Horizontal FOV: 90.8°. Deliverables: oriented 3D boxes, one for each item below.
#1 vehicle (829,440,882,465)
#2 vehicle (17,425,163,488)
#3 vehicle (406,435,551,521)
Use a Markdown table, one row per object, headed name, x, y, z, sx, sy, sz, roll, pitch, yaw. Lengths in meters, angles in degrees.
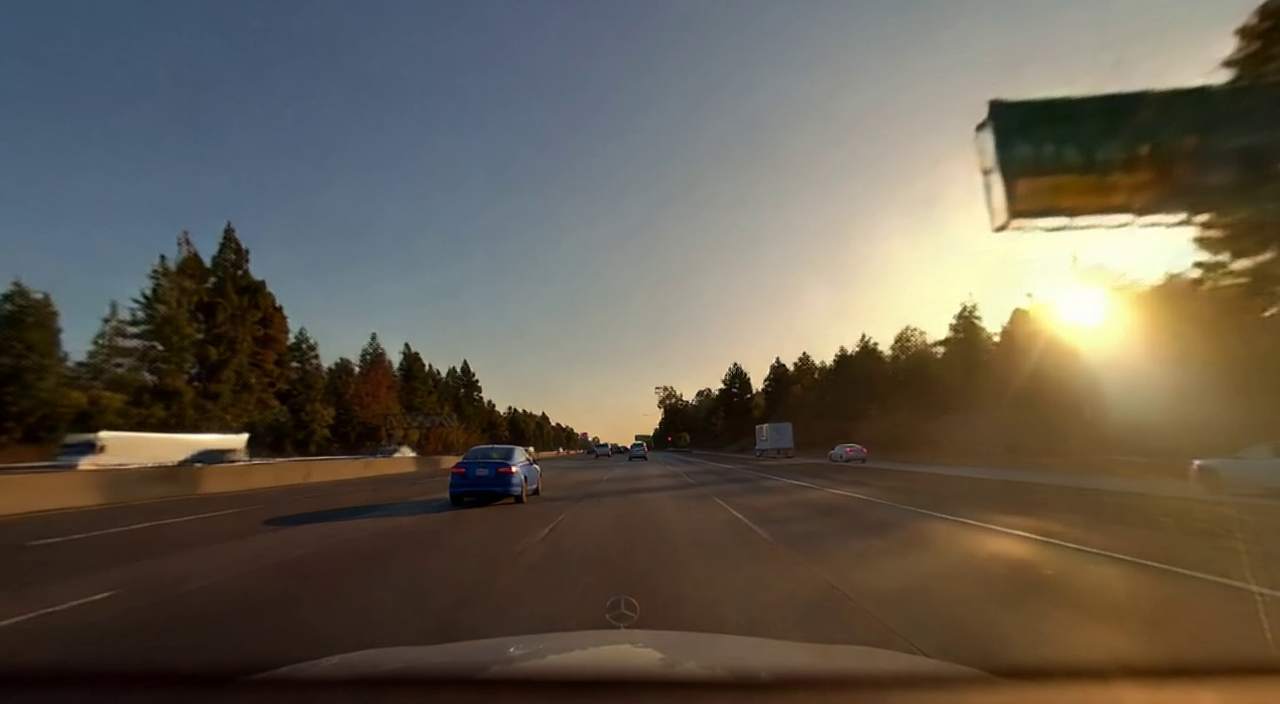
| name | x | y | z | sx | sy | sz | roll | pitch | yaw |
| --- | --- | --- | --- | --- | --- | --- | --- | --- | --- |
| vehicle | 15.740 | 7.390 | 46.528 | 2.081 | 1.707 | 4.756 | 0 | -9 | -2 |
| vehicle | -38.767 | 7.373 | 45.103 | 3.070 | 4.029 | 8.396 | 0 | -9 | -3 |
| vehicle | -3.266 | 2.645 | 13.714 | 2.020 | 1.554 | 4.137 | 0 | -9 | 0 |
